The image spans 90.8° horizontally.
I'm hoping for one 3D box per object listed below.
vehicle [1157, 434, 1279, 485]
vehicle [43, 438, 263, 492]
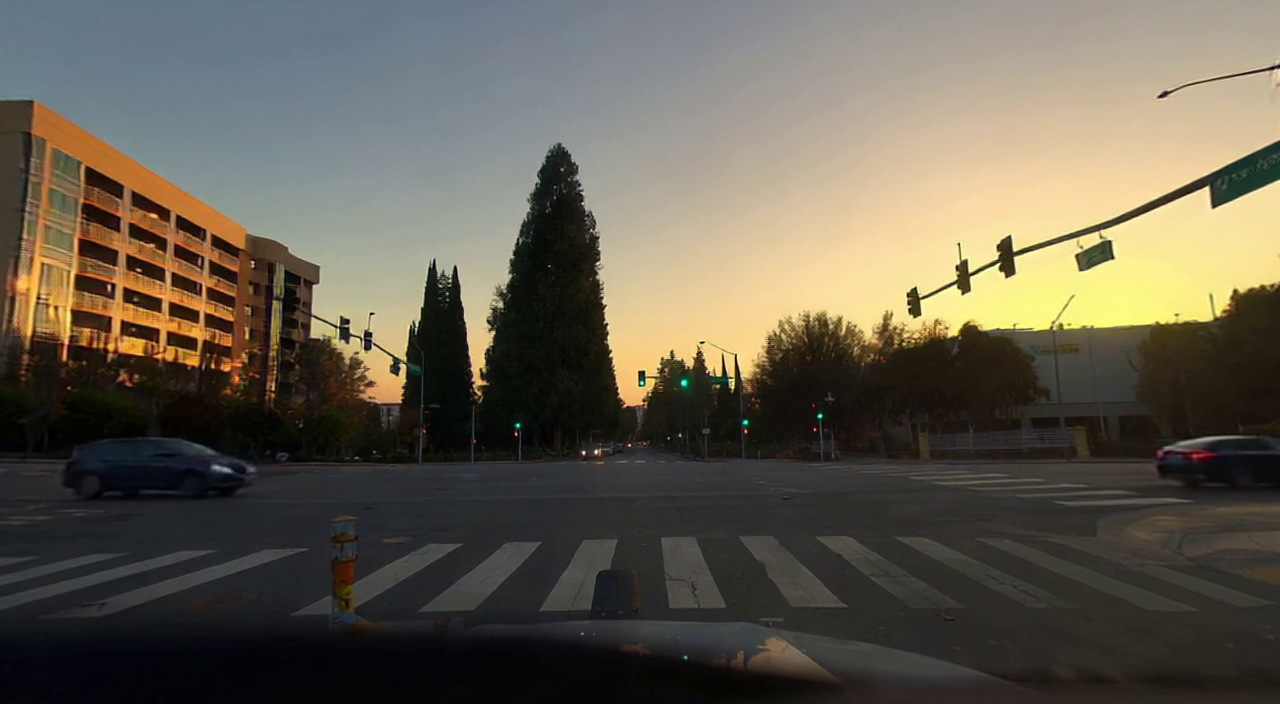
[{"bbox_3d":[18.892,3.232,19.173,4.698,1.466,1.883,0,-9,0],"label":"vehicle"},{"bbox_3d":[-14.262,3.318,18.756,4.838,1.468,2.052,0,-9,1],"label":"vehicle"}]
